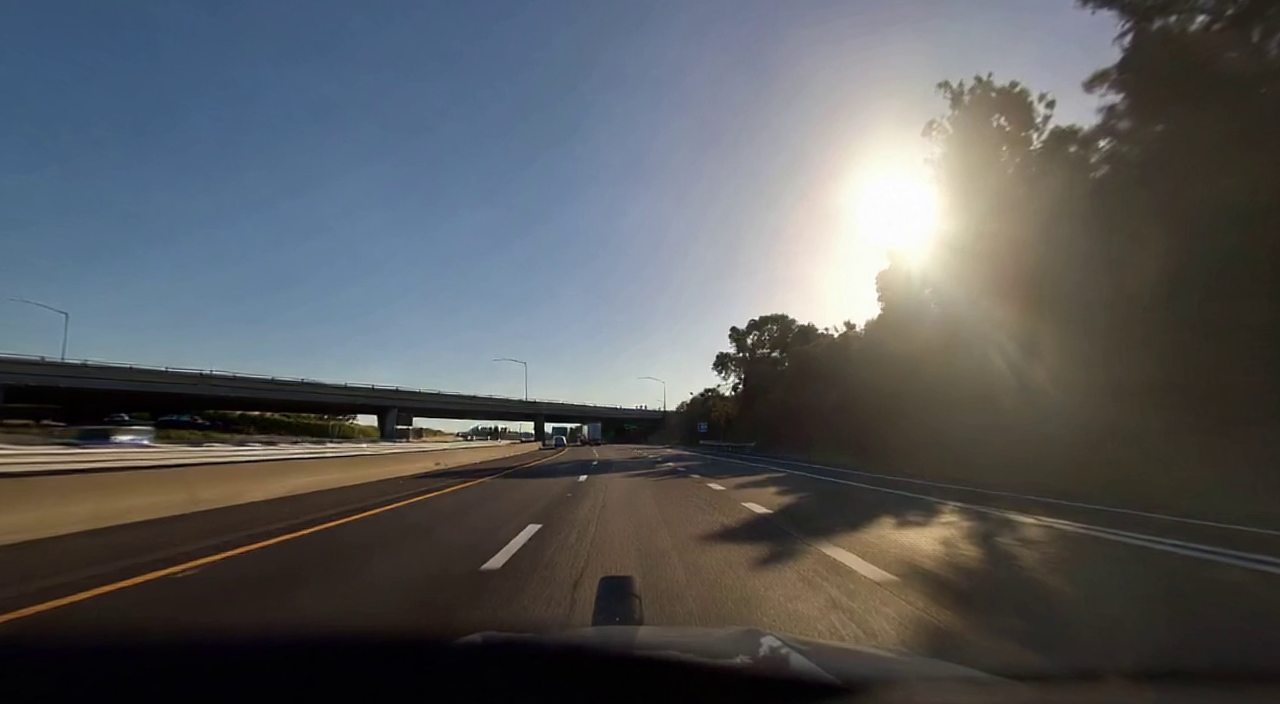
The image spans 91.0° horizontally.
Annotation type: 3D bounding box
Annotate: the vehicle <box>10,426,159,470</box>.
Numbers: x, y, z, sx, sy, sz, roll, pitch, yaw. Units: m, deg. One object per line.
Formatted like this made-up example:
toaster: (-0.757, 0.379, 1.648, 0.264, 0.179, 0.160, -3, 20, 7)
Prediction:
vehicle: (-20.340, 3.537, 23.322, 1.815, 1.472, 4.124, 0, -8, -1)
